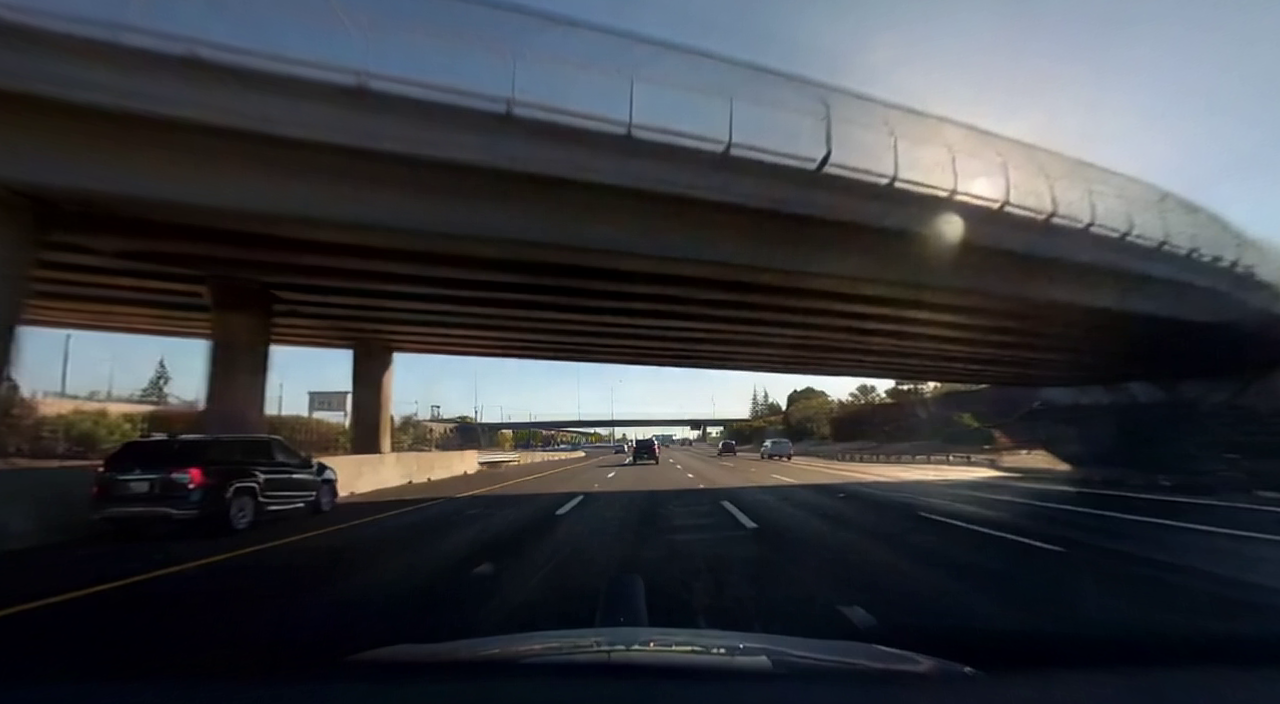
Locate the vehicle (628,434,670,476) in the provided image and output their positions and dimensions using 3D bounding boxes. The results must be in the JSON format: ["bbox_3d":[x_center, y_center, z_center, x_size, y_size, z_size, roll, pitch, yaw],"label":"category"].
[{"bbox_3d":[0.441,4.937,30.509,1.893,1.827,4.513,0,-8,1],"label":"vehicle"}]

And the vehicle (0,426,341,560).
[{"bbox_3d":[-6.599,1.965,9.548,1.967,1.538,4.295,0,-8,1],"label":"vehicle"}]
